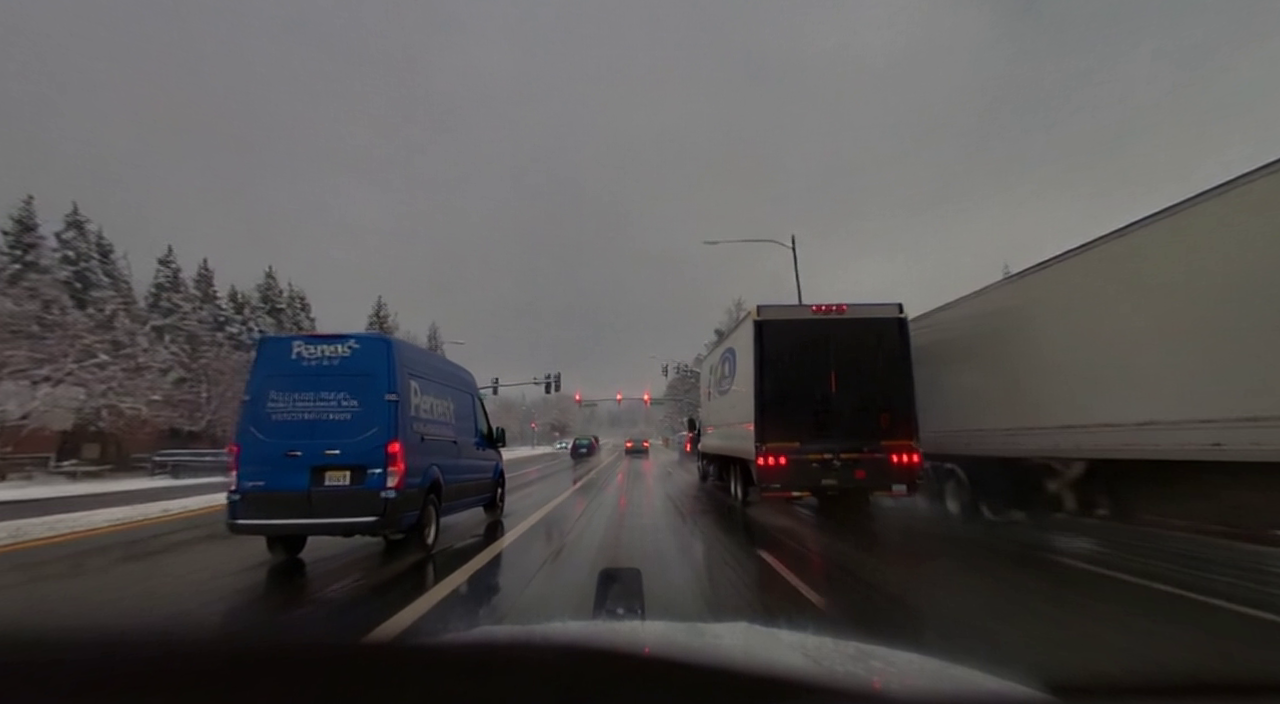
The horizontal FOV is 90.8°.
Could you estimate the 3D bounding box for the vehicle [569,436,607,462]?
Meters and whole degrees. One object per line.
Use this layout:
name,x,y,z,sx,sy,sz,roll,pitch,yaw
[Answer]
vehicle,-3.776,7.191,46.790,2.356,1.766,5.674,0,-9,0

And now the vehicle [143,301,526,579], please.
vehicle,-3.629,1.345,9.626,2.443,2.784,6.493,0,-9,1

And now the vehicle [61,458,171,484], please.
vehicle,-31.442,7.131,38.113,4.630,1.412,2.019,4,-10,-25

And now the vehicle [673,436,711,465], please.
vehicle,3.121,6.042,38.796,1.869,1.616,4.346,0,-9,-1

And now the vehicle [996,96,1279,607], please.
vehicle,6.852,-0.706,0.734,2.926,4.221,16.975,0,-9,0

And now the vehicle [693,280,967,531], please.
vehicle,3.029,1.449,13.768,2.861,3.525,9.858,0,-9,0
